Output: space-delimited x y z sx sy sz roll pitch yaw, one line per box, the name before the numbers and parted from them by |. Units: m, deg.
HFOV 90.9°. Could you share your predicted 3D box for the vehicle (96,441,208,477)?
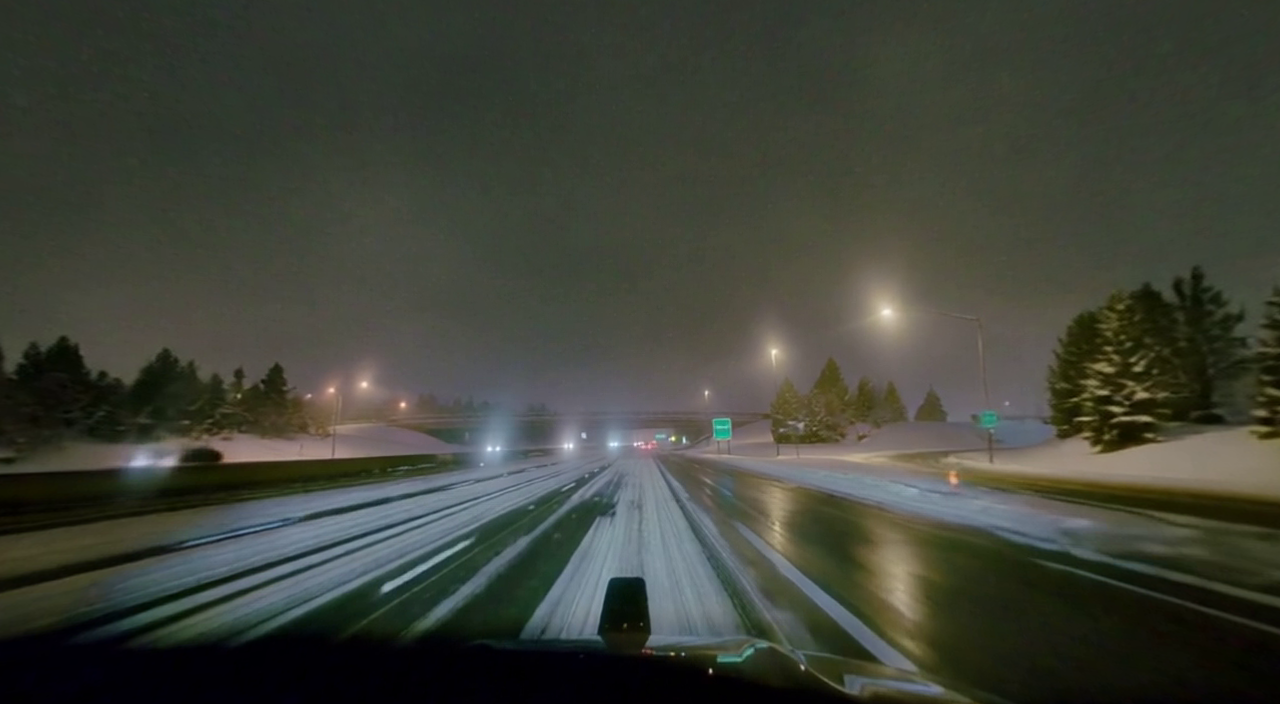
vehicle | -24.426 5.346 31.791 1.977 1.665 4.501 0 -8 0
